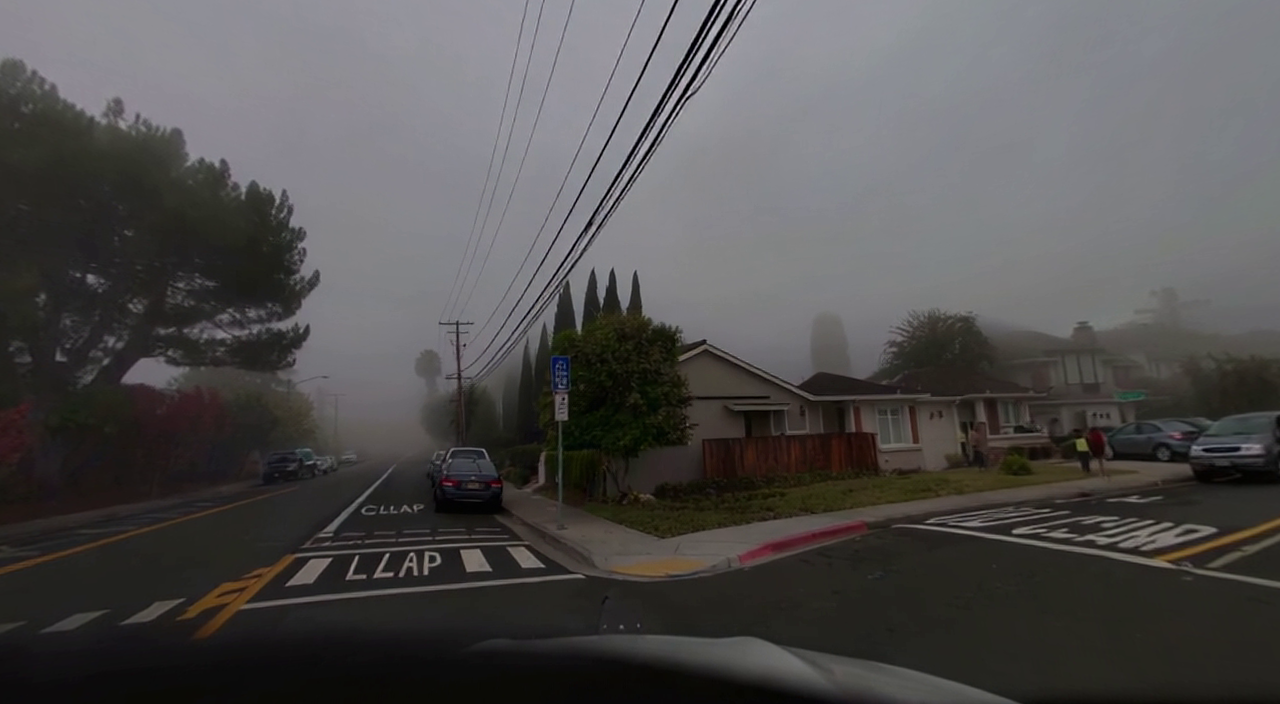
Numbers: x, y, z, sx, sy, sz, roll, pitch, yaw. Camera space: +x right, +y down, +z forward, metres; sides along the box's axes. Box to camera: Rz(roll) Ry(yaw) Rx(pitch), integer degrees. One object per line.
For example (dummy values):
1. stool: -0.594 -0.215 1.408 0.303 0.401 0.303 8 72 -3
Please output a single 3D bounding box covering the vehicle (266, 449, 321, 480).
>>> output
1. vehicle: -21.998 7.114 40.309 2.203 1.787 4.704 3 -9 -19
